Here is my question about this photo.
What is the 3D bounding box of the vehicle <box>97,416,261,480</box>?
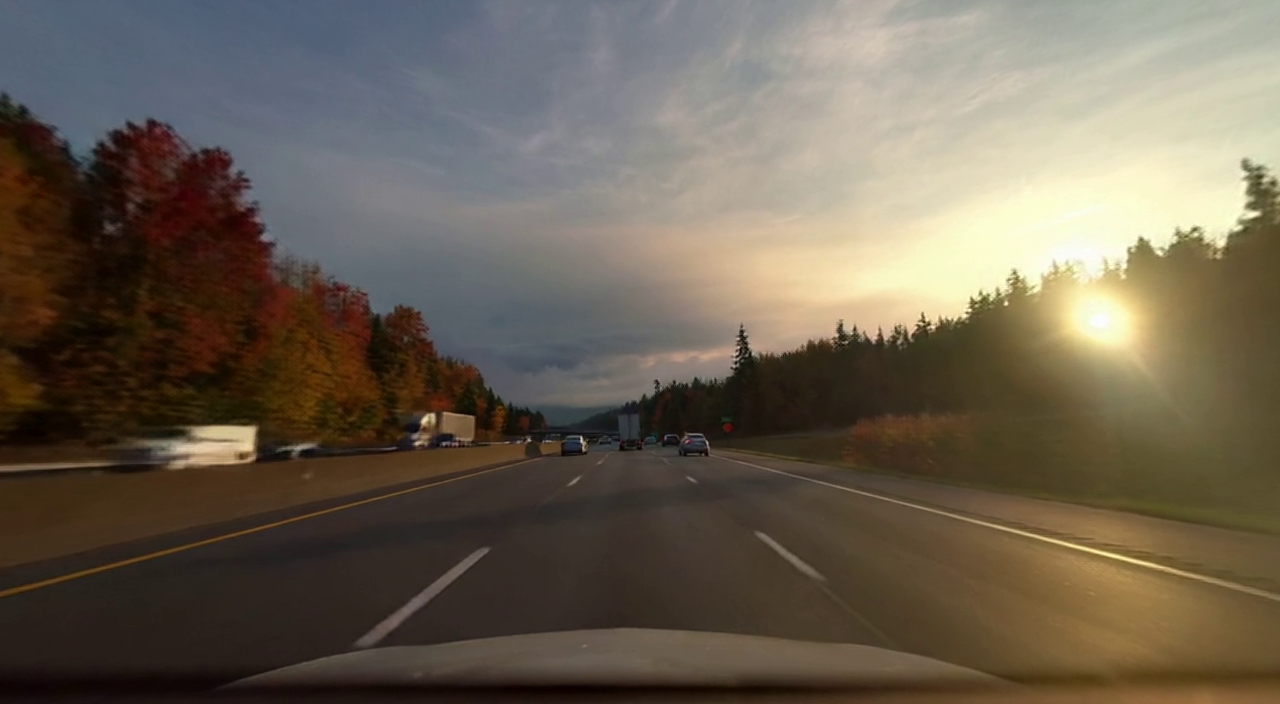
[{"bbox_3d":[-19.401,4.064,27.033,2.309,2.387,6.225,0,-8,0],"label":"vehicle"}]

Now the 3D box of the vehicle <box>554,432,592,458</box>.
[{"bbox_3d":[-4.146,5.840,39.536,2.027,1.501,3.920,0,-8,-1],"label":"vehicle"}]

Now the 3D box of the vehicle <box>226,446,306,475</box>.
[{"bbox_3d":[-19.230,5.574,32.514,1.861,1.335,3.578,0,-8,1],"label":"vehicle"}]

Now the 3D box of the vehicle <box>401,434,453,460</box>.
[{"bbox_3d":[-13.099,5.838,38.950,1.824,1.492,3.954,0,-8,0],"label":"vehicle"}]

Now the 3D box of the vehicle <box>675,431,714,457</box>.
[{"bbox_3d":[3.312,5.685,38.815,1.882,1.492,3.958,0,-8,-2],"label":"vehicle"}]
